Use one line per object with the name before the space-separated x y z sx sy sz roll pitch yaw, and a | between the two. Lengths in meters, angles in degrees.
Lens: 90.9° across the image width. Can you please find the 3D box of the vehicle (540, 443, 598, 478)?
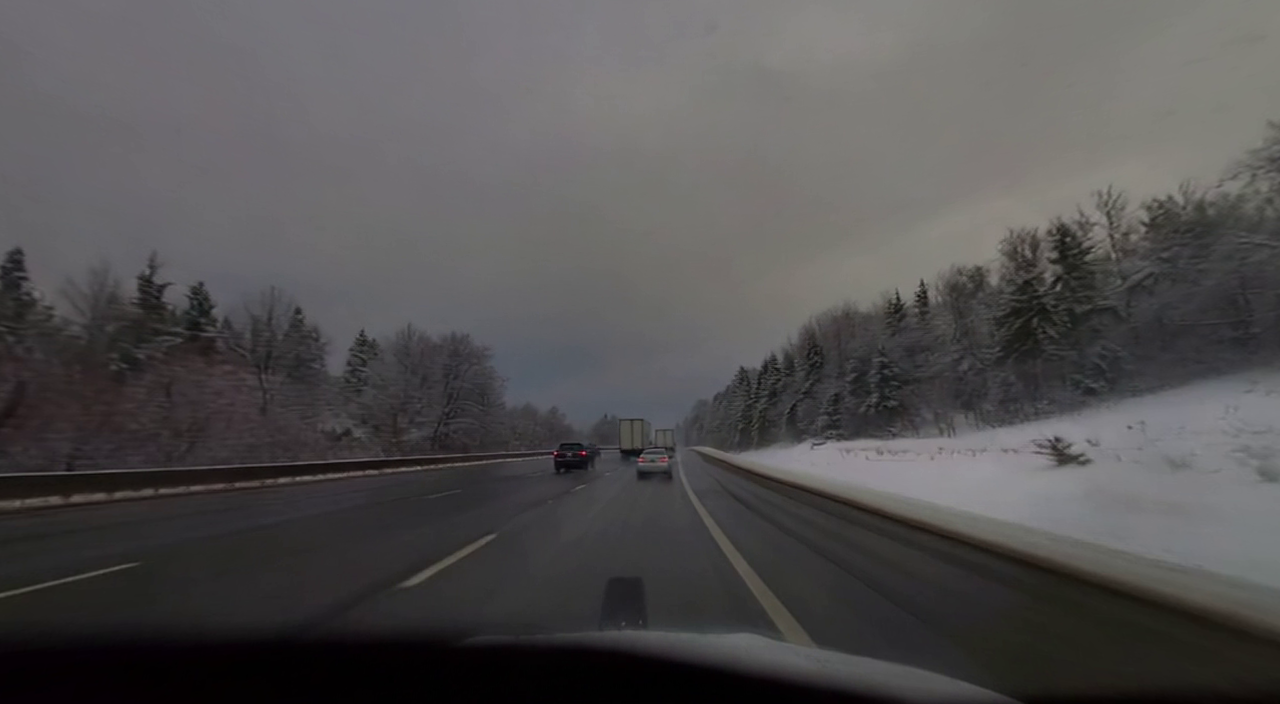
vehicle | -3.142 4.942 28.983 1.916 1.486 4.631 -1 -9 3

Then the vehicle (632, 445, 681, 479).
vehicle | 0.716 4.711 27.263 1.984 1.365 3.767 0 -9 1
